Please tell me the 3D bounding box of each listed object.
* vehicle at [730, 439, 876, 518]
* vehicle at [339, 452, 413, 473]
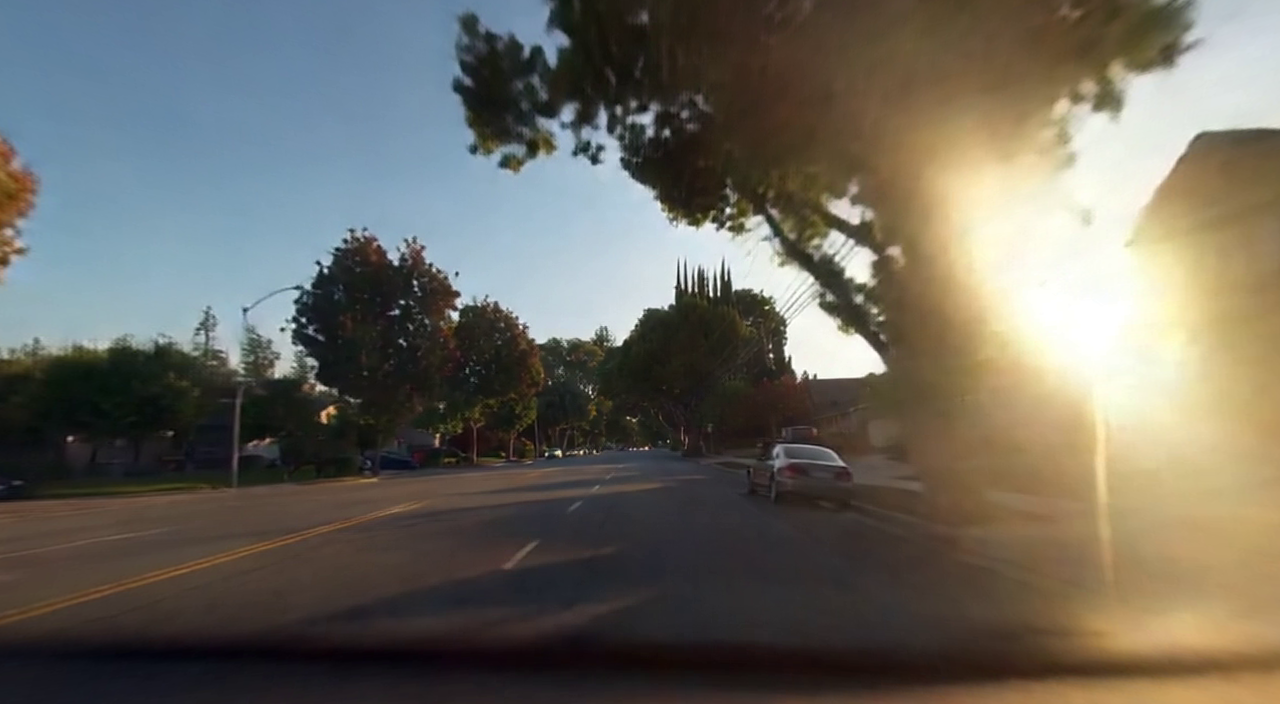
[{"bbox_3d":[3.520,2.833,14.791,2.037,1.518,4.904,0,-8,-1],"label":"vehicle"},{"bbox_3d":[-18.751,7.834,44.926,4.450,1.409,1.990,6,-10,-34],"label":"vehicle"}]
